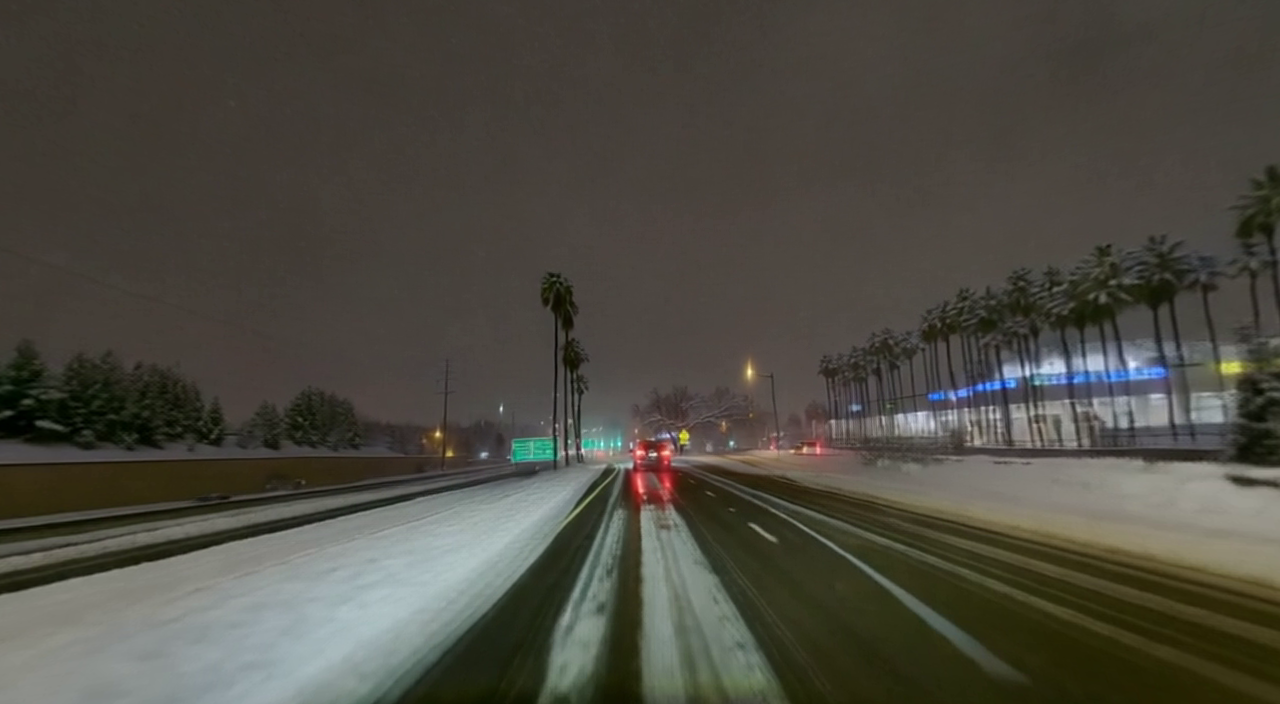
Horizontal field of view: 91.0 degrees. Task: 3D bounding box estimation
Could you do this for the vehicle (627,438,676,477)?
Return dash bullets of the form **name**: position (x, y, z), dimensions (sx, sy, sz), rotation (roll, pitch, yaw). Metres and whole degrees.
- **vehicle**: position (0.469, 4.962, 29.803), dimensions (2.089, 1.718, 4.193), rotation (0, -9, -2)
